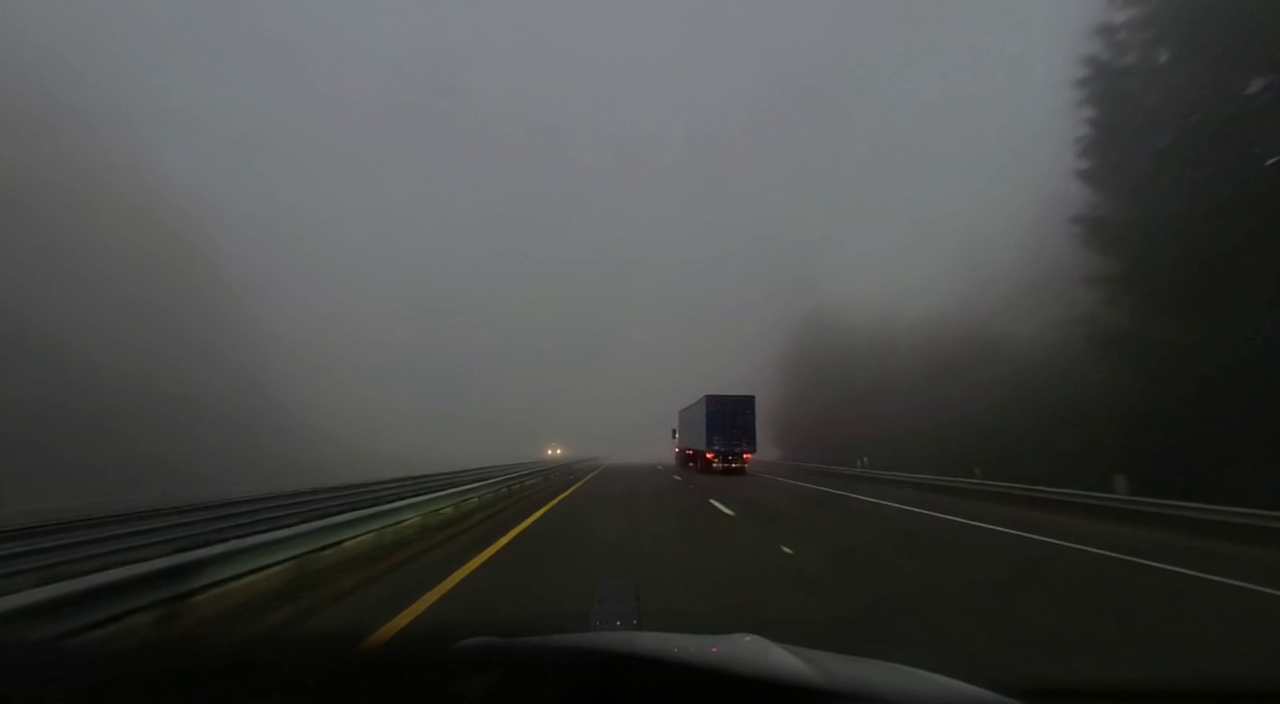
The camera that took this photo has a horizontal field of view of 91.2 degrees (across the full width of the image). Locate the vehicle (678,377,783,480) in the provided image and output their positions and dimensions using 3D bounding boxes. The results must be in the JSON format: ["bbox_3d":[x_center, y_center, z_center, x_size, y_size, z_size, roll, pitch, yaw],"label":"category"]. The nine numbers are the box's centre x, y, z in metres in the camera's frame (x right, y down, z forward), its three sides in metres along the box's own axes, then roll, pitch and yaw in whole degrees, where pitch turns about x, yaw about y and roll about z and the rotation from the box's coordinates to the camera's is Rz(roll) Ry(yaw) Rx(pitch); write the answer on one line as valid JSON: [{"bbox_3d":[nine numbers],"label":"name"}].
[{"bbox_3d":[3.882,3.989,31.138,2.922,3.905,14.151,0,-9,-1],"label":"vehicle"}]
